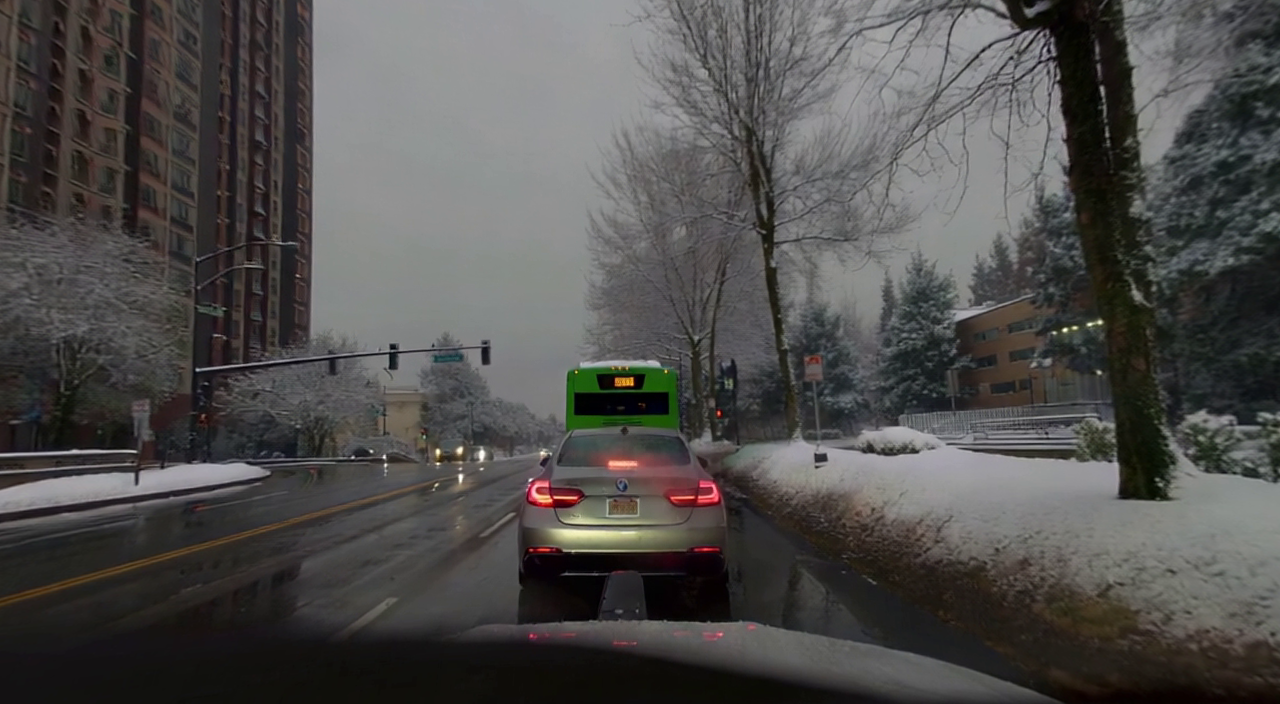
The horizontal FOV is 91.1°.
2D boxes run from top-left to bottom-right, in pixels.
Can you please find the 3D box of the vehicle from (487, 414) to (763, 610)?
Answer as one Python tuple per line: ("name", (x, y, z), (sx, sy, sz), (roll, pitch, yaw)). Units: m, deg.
("vehicle", (-0.157, 1.465, 6.749), (2.064, 1.452, 3.942), (0, -8, -1))
